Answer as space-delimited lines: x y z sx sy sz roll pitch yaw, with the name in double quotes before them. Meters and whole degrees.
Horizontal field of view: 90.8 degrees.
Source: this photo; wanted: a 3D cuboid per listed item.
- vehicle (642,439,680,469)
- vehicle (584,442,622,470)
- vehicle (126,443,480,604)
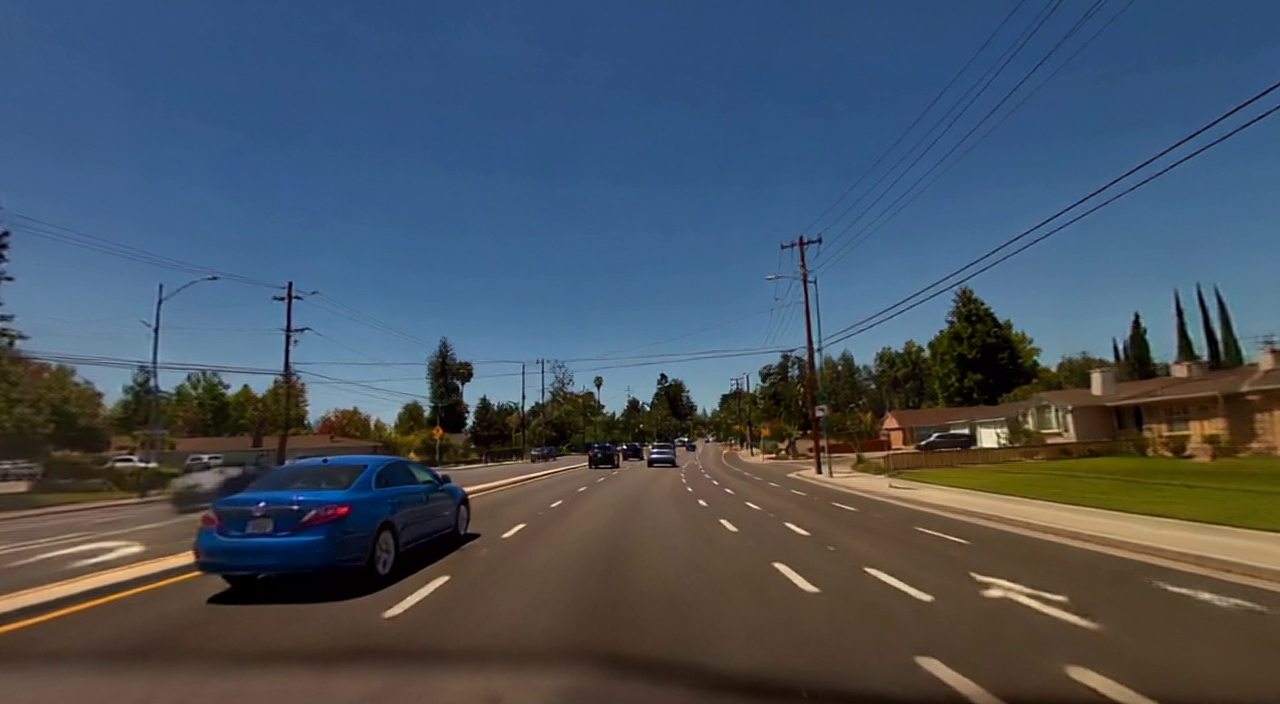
"vehicle" 1.413 6.536 40.673 2.155 1.836 4.250 -1 -9 5
"vehicle" -2.330 6.652 40.738 1.899 1.685 4.121 -1 -9 5
"vehicle" -3.577 1.866 7.896 1.901 1.409 4.442 0 -9 1
